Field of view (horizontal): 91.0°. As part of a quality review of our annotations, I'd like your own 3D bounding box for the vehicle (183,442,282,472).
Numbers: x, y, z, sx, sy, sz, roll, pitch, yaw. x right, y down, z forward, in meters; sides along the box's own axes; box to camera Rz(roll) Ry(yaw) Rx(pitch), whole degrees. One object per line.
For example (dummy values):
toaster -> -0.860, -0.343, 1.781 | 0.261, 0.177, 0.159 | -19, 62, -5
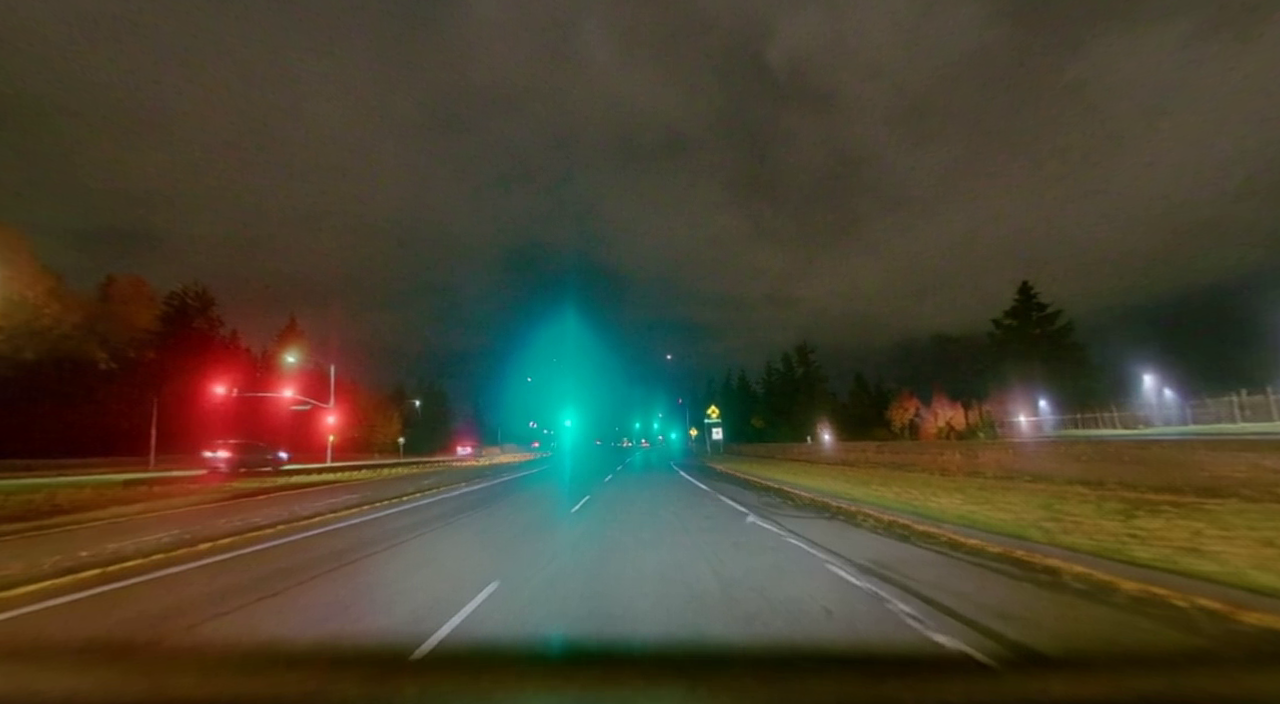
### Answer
vehicle -> -28.754, 7.398, 44.688 | 2.242, 1.955, 5.600 | -3, -9, 19
